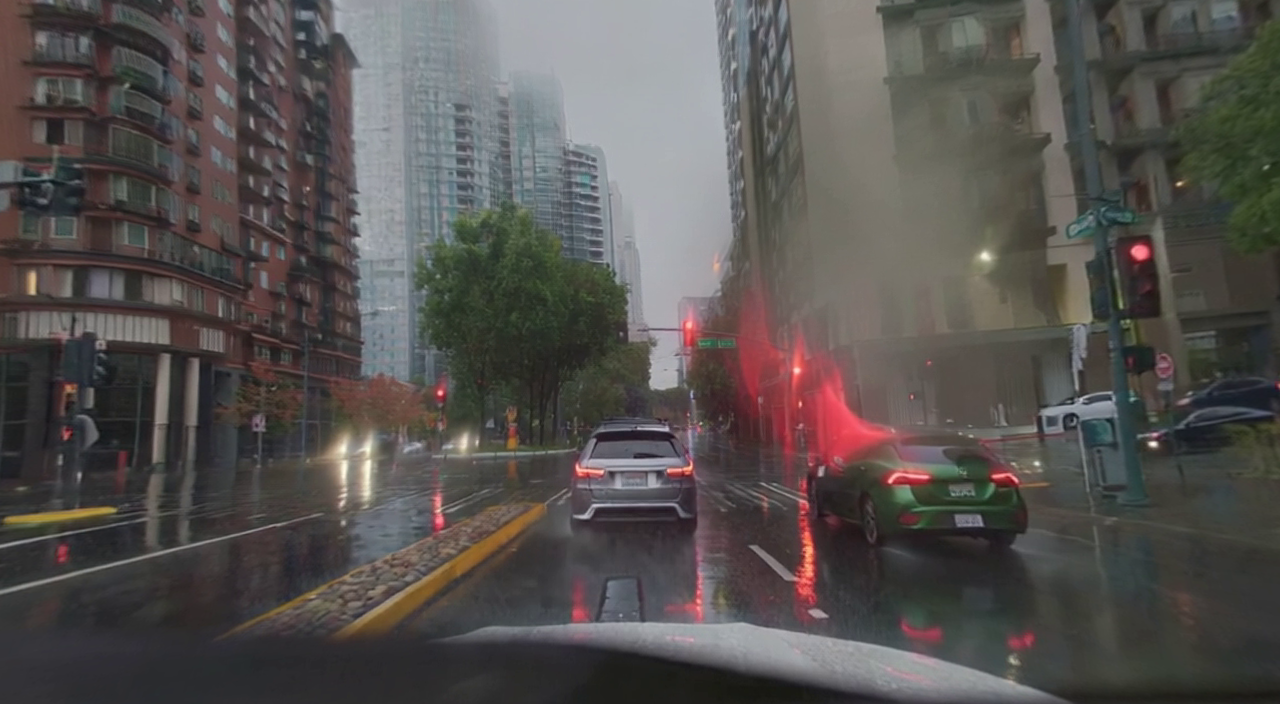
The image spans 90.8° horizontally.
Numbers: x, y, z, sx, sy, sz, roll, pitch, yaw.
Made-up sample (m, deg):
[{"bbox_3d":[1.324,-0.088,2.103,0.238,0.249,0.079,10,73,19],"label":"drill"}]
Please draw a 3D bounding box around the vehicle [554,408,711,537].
[{"bbox_3d":[-0.071,1.979,10.893,2.168,1.776,4.135,0,-9,1],"label":"vehicle"}]

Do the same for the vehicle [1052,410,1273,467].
[{"bbox_3d":[14.284,2.408,17.484,4.354,1.466,1.863,0,-9,2],"label":"vehicle"}]

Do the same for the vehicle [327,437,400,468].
[{"bbox_3d":[-16.466,6.019,37.874,2.132,1.710,4.504,-1,-9,3],"label":"vehicle"}]

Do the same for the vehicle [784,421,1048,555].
[{"bbox_3d":[3.716,1.915,9.616,1.987,1.538,4.510,0,-9,0],"label":"vehicle"}]

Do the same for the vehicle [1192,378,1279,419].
[{"bbox_3d":[26.675,2.024,27.057,4.287,1.639,1.729,0,-9,1],"label":"vehicle"}]
